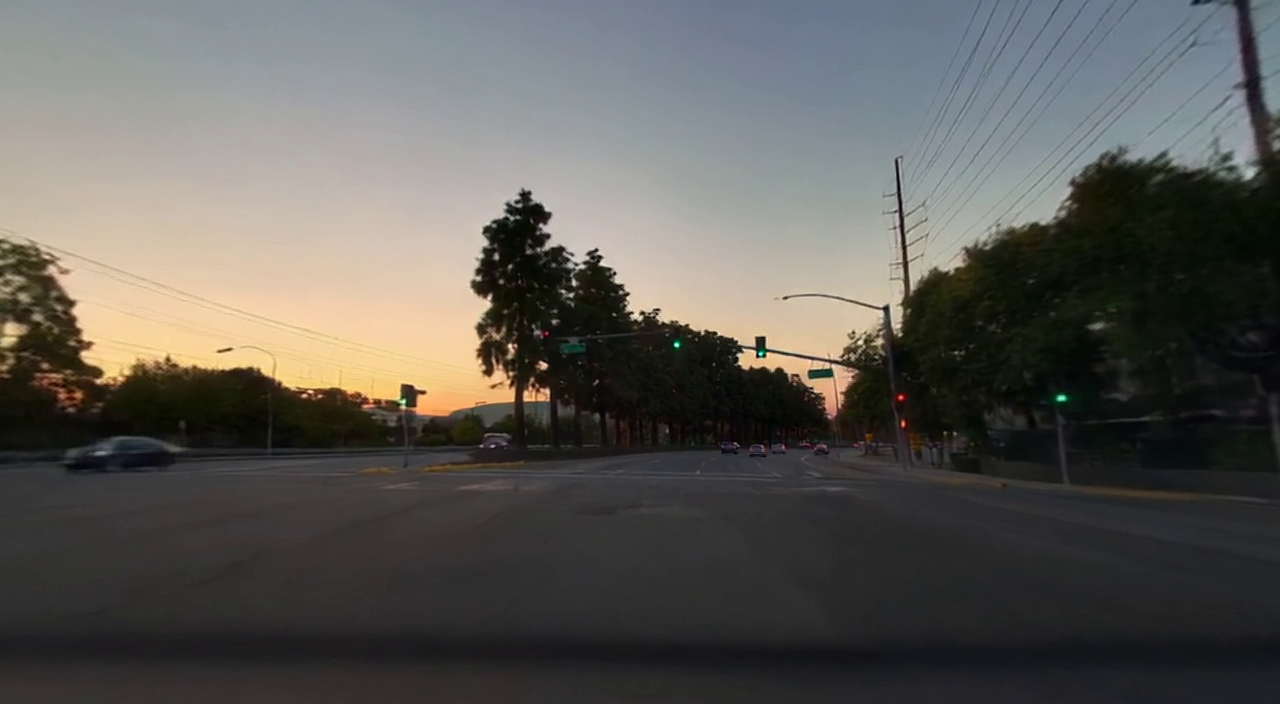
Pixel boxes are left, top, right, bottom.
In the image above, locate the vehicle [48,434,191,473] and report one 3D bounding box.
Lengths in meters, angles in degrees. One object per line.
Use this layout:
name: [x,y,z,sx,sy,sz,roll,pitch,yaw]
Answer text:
vehicle: [-21.416,4.200,26.300,1.844,1.455,4.538,-1,-9,5]
